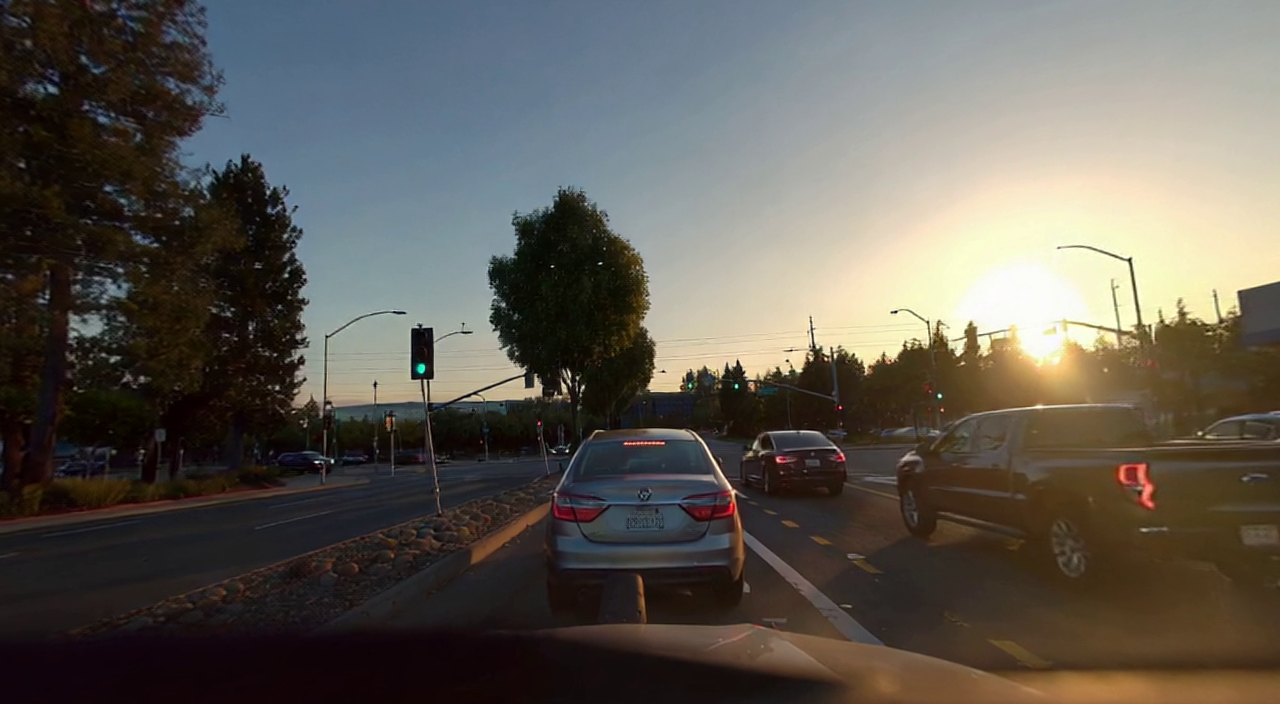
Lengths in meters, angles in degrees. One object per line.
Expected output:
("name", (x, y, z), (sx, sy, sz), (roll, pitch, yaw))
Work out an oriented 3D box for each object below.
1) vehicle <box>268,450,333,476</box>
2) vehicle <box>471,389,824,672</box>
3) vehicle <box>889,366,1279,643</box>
("vehicle", (-24.060, 7.844, 44.878), (1.798, 1.706, 4.385), (-1, -8, 6))
("vehicle", (0.006, 1.360, 5.859), (2.116, 1.677, 3.948), (0, -8, -1))
("vehicle", (4.553, 1.326, 6.524), (2.019, 1.803, 4.634), (0, -8, 0))
